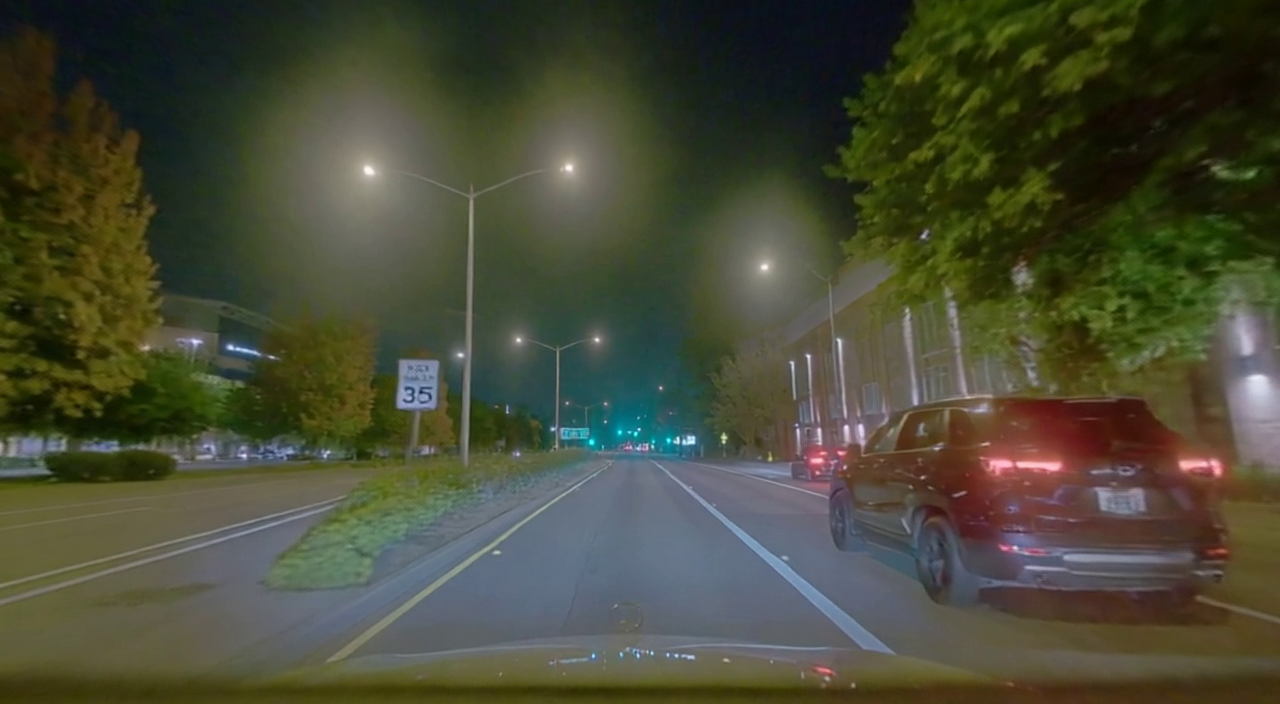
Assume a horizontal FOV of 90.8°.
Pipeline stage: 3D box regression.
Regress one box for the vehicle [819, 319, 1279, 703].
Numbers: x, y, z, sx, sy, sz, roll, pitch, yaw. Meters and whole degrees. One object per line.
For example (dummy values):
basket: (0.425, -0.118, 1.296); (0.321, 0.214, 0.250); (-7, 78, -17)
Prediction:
vehicle: (3.695, 1.181, 5.750); (2.505, 1.971, 5.162); (0, -8, -1)
